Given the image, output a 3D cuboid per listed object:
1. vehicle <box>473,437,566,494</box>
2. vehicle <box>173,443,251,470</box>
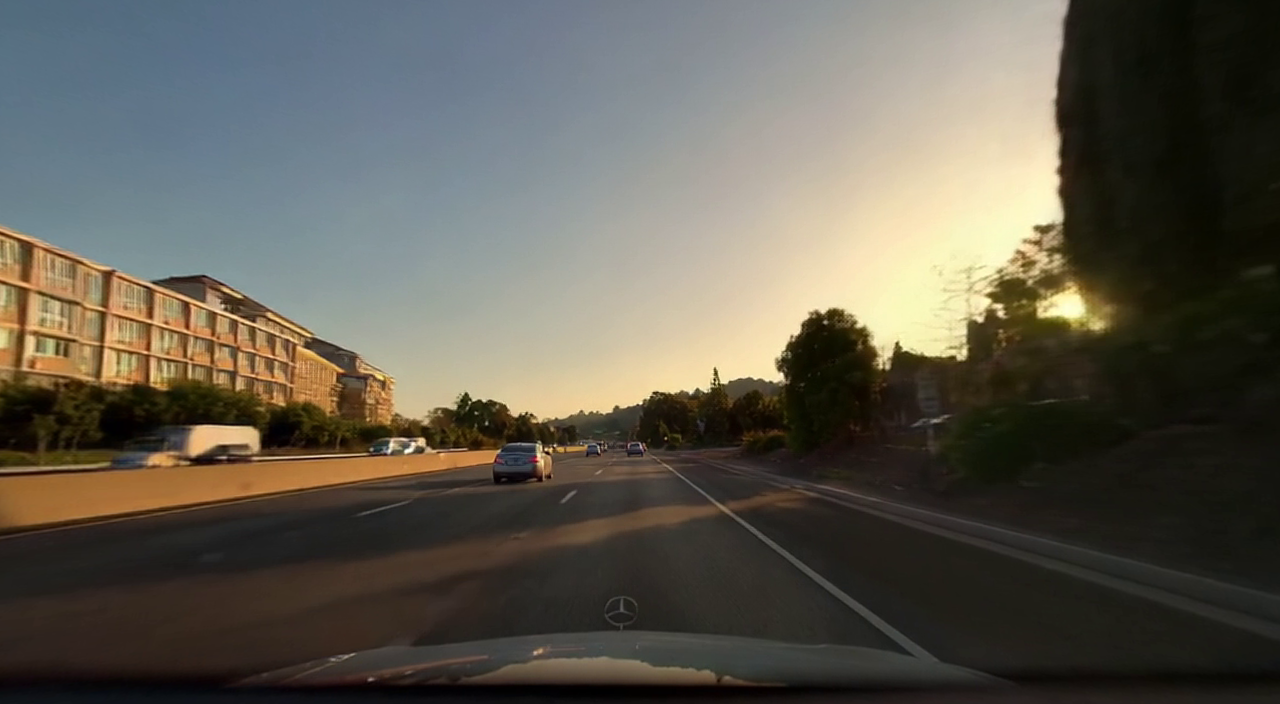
[{"bbox_3d":[-3.381,3.274,18.594,1.920,1.463,4.134,0,-8,0],"label":"vehicle"},{"bbox_3d":[-31.677,7.716,46.987,2.260,1.908,4.930,0,-8,0],"label":"vehicle"}]
